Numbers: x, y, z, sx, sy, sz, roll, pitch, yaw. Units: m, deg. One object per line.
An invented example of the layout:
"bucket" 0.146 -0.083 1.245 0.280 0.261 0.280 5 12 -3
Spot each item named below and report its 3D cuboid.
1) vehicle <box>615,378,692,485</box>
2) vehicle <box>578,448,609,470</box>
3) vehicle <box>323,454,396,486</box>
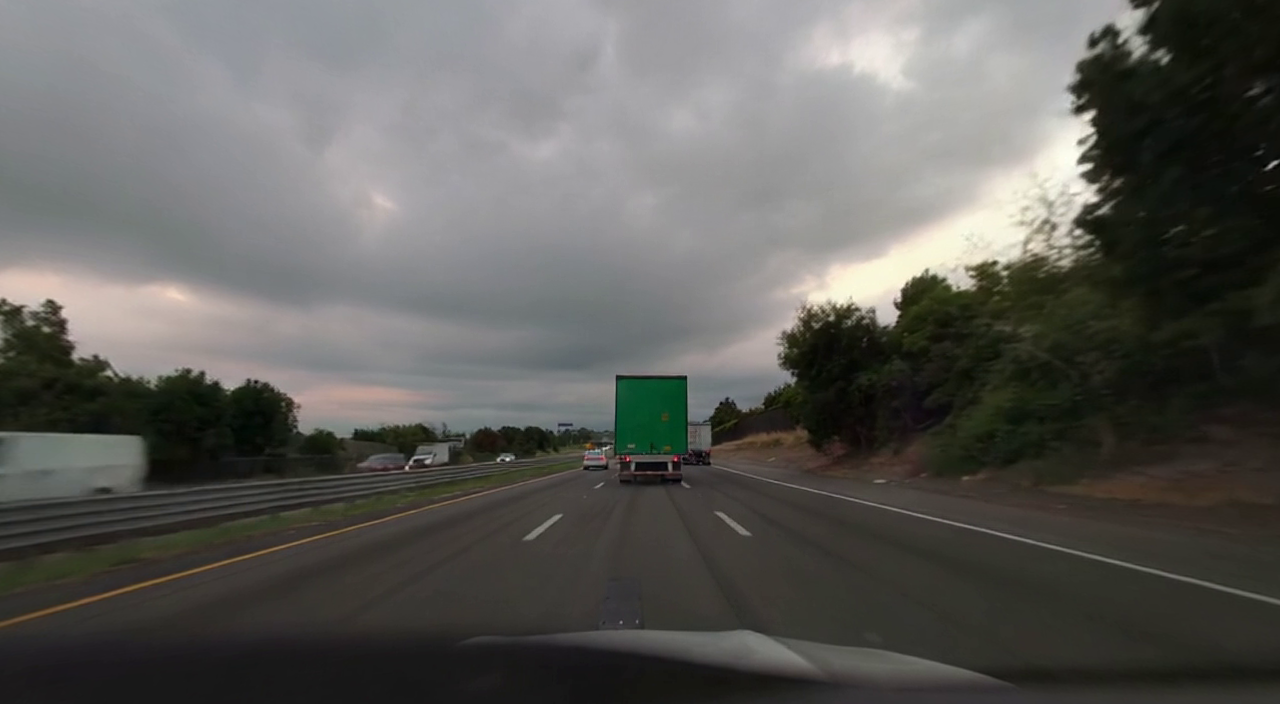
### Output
"vehicle" 0.537 3.883 29.718 2.932 4.042 11.054 0 -9 0
"vehicle" -3.440 8.026 47.558 2.012 1.520 4.227 0 -9 0
"vehicle" -15.040 6.317 34.098 2.065 1.554 3.966 0 -9 0
